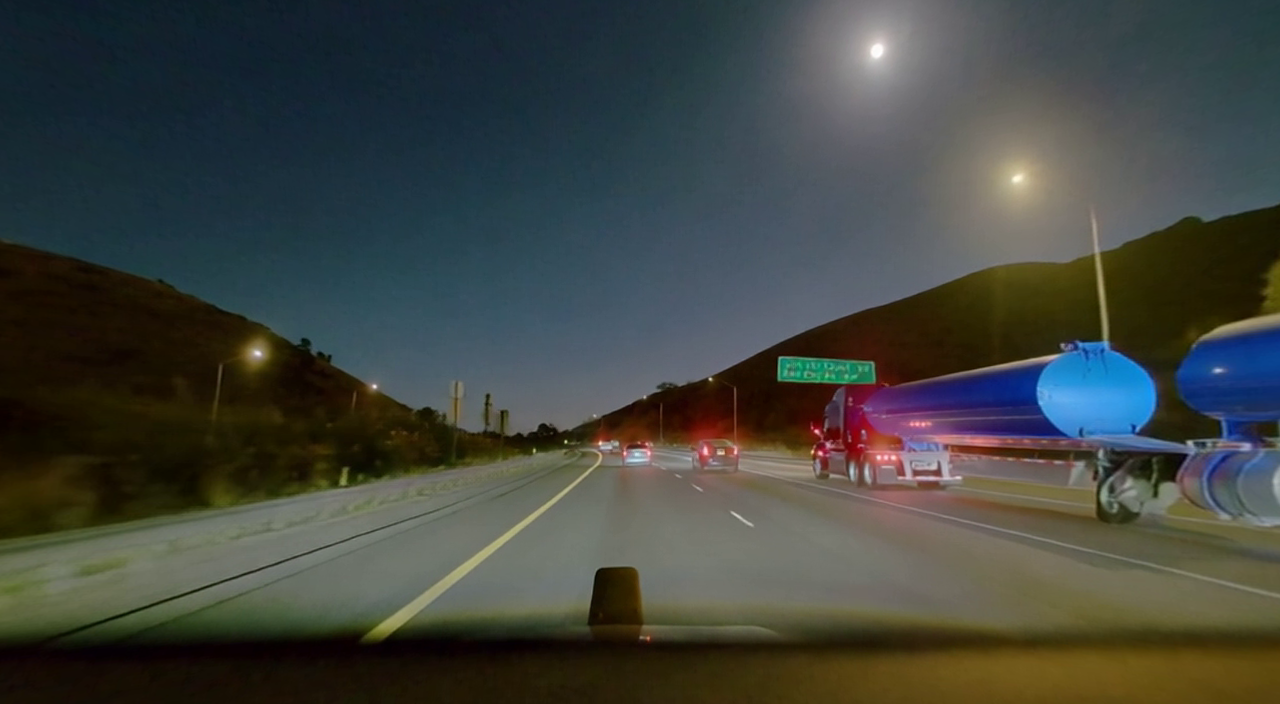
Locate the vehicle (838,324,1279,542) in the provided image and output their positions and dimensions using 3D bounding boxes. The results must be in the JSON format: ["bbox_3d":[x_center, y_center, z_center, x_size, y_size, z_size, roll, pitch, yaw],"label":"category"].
[{"bbox_3d":[7.351,1.785,13.467,2.880,2.975,9.608,0,-9,-2],"label":"vehicle"}]

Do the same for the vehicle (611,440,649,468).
[{"bbox_3d":[-0.608,5.807,36.149,2.083,1.477,3.965,0,-9,-2],"label":"vehicle"}]

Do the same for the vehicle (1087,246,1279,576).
[{"bbox_3d":[7.677,0.209,3.733,2.805,3.212,9.978,0,-9,1],"label":"vehicle"}]

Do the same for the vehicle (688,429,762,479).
[{"bbox_3d":[3.247,4.026,25.111,2.098,1.794,4.561,0,-9,-2],"label":"vehicle"}]
